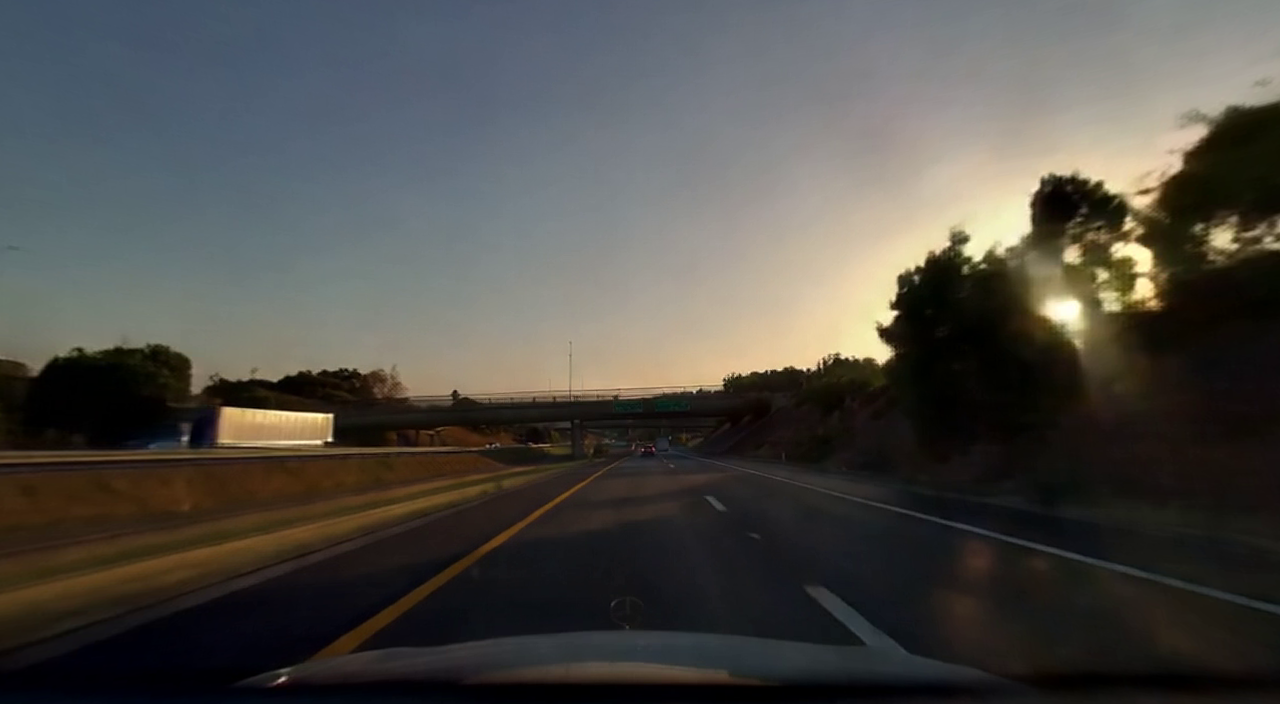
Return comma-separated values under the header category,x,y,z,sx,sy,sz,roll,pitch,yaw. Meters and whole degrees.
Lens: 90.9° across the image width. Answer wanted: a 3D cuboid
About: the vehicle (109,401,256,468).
category,x,y,z,sx,sy,sz,roll,pitch,yaw
vehicle,-29.831,5.538,41.803,3.398,3.998,8.267,0,-8,0
